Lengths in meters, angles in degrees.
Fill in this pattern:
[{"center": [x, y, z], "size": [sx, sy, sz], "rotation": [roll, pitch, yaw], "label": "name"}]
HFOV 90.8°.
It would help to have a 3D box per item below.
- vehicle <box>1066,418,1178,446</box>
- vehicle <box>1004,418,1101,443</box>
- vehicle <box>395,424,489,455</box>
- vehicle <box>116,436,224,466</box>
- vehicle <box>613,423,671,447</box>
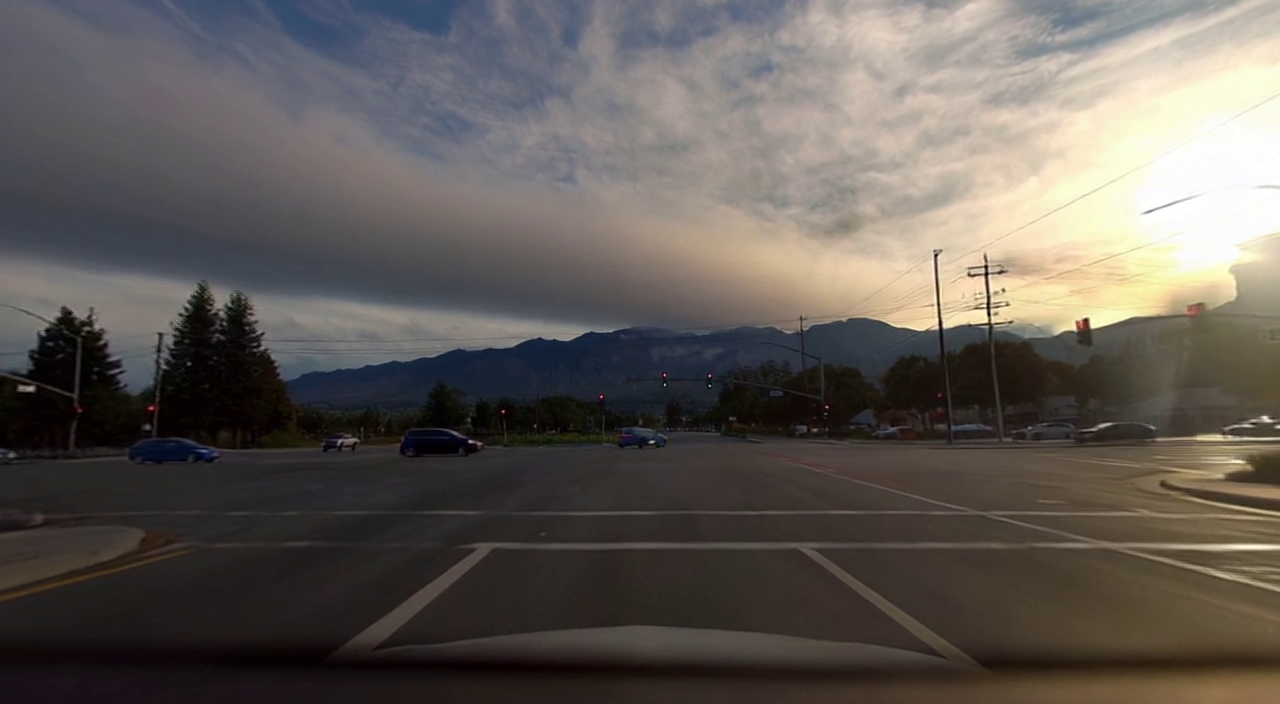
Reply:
[{"center": [27.390, 4.576, 36.013], "size": [4.778, 1.495, 1.959], "rotation": [0, -8, 0], "label": "vehicle"}, {"center": [28.287, 5.420, 43.438], "size": [5.100, 1.680, 2.055], "rotation": [0, -8, 1], "label": "vehicle"}, {"center": [-12.102, 5.355, 38.594], "size": [5.228, 1.805, 2.246], "rotation": [3, -9, -23], "label": "vehicle"}, {"center": [-25.754, 5.405, 34.732], "size": [4.218, 1.542, 2.044], "rotation": [1, -8, -6], "label": "vehicle"}, {"center": [0.230, 6.473, 49.006], "size": [2.020, 1.713, 4.547], "rotation": [-7, -11, 40], "label": "vehicle"}]
